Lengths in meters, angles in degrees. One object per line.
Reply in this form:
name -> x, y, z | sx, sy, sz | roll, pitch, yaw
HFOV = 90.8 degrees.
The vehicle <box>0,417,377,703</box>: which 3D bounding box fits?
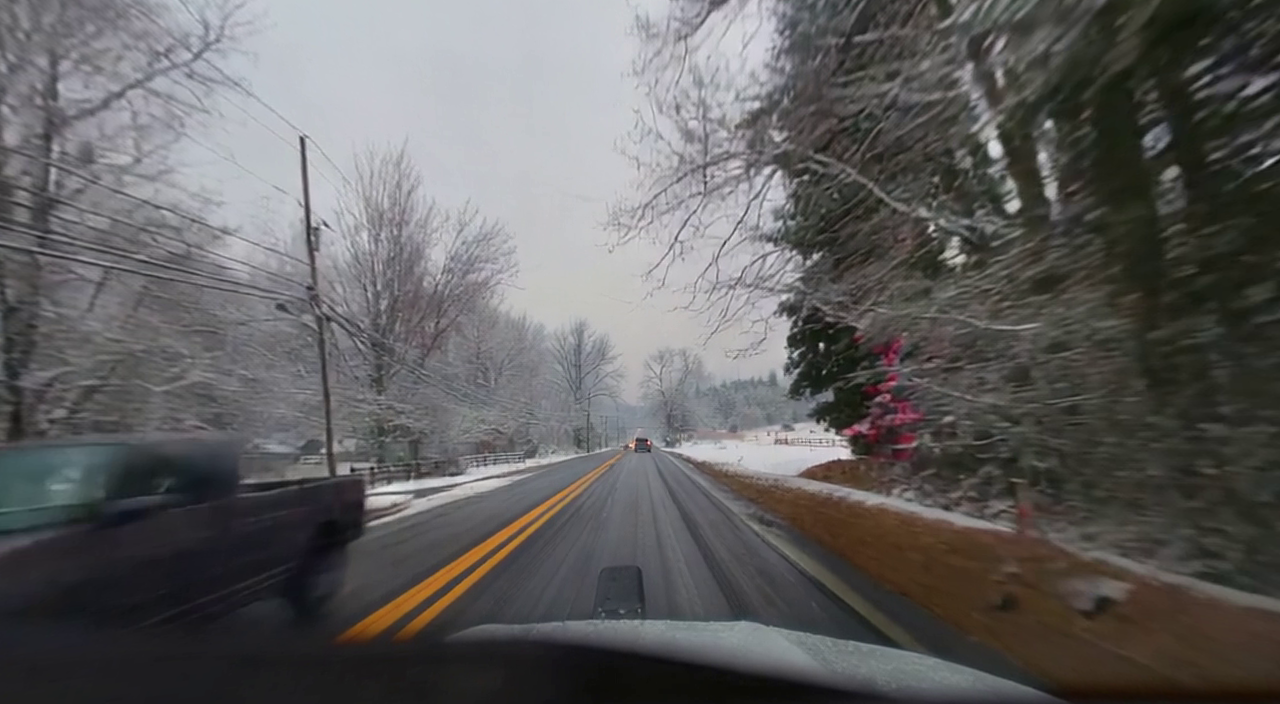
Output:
vehicle -> -3.992, 1.381, 4.887 | 2.093, 1.563, 4.142 | 0, -8, 0
